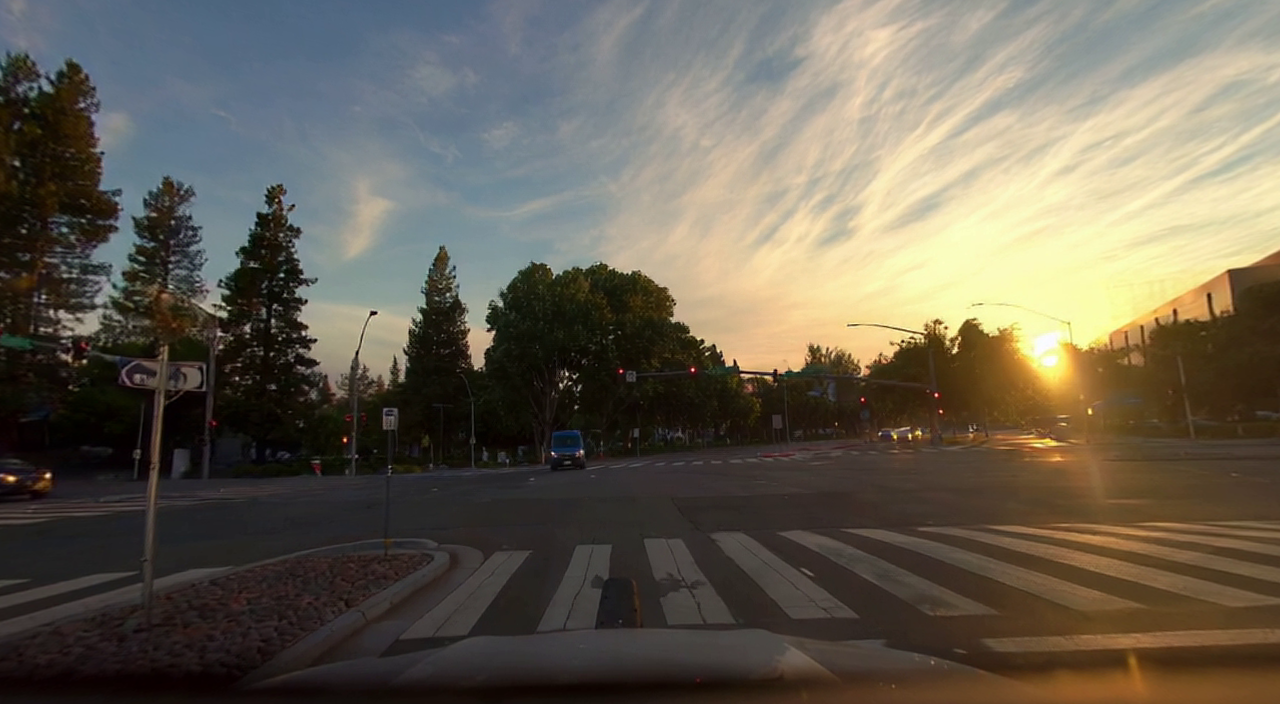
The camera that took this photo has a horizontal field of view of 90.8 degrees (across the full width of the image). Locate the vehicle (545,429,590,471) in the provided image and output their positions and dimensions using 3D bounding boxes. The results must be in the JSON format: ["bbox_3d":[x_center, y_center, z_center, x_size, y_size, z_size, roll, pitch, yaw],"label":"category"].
[{"bbox_3d":[-4.425,6.100,39.493,2.465,2.404,5.791,0,-8,-3],"label":"vehicle"}]
